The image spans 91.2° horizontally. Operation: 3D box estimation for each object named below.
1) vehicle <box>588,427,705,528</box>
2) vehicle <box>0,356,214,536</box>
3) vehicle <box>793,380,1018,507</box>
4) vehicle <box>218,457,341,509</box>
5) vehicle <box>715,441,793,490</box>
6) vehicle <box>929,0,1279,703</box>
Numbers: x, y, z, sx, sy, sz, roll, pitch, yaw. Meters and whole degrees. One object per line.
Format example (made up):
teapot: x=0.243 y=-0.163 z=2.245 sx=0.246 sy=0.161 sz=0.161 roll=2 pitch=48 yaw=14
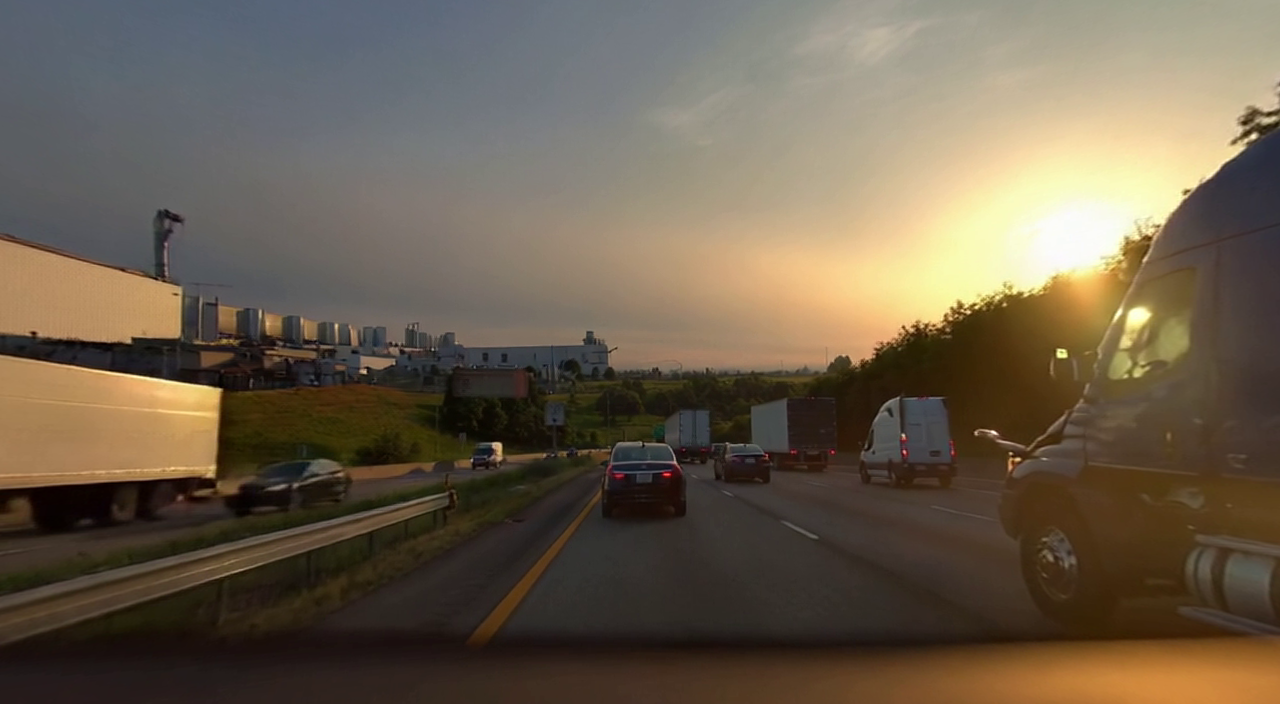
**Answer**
vehicle: x=0.116 y=2.390 z=12.357 sx=1.965 sy=1.664 sz=3.428 roll=0 pitch=-9 yaw=0
vehicle: x=-15.895 y=1.991 z=13.190 sx=2.935 sy=4.012 sz=16.174 roll=0 pitch=-9 yaw=-1
vehicle: x=7.987 y=3.102 z=21.128 sx=2.799 sy=3.188 sz=10.578 roll=0 pitch=-9 yaw=-1
vehicle: x=-12.010 y=4.344 z=21.228 sx=1.917 sy=1.518 sz=3.802 roll=0 pitch=-9 yaw=-1
vehicle: x=3.802 y=3.843 z=21.534 sx=1.859 sy=1.512 sz=3.711 roll=0 pitch=-9 yaw=-2
vehicle: x=4.190 y=-0.054 z=2.595 sx=2.987 sy=3.877 sz=5.881 roll=0 pitch=-9 yaw=0
